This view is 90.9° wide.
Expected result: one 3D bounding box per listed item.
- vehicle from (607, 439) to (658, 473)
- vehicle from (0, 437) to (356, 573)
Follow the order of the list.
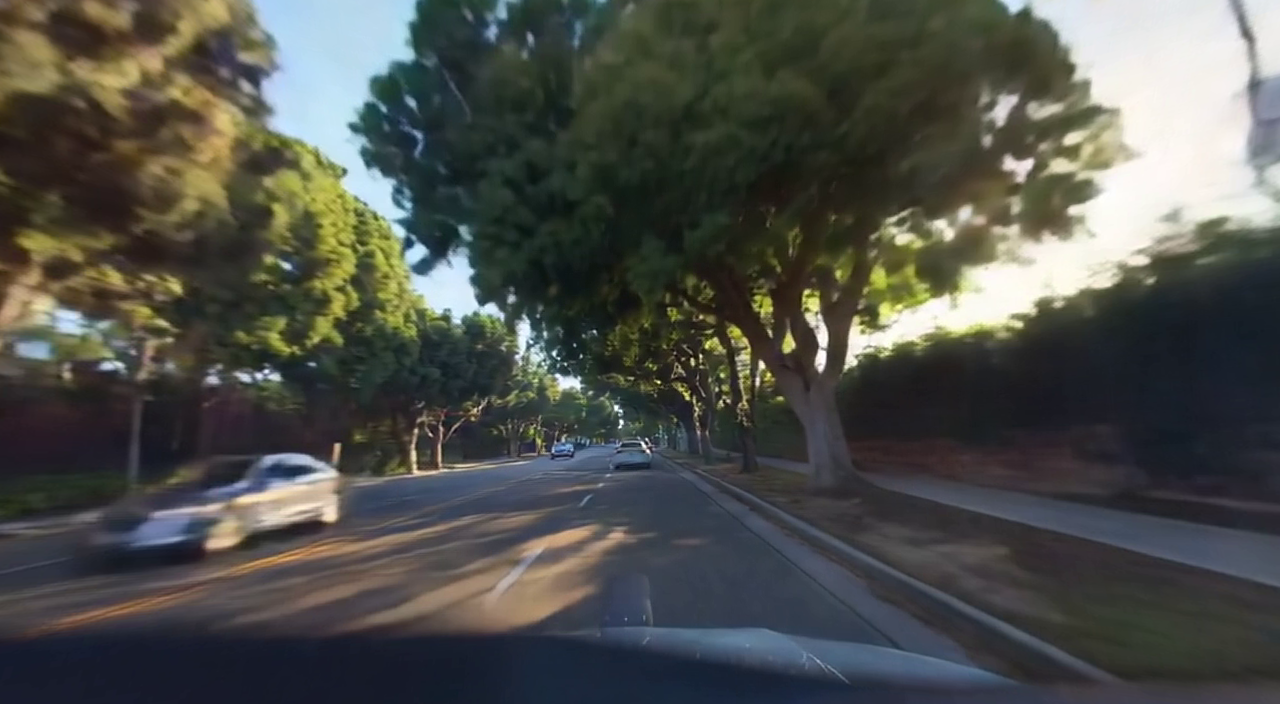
[{"bbox_3d":[-0.291,4.861,29.662,2.153,1.461,4.374,-1,-8,2],"label":"vehicle"},{"bbox_3d":[-6.511,2.132,9.702,2.142,1.436,4.612,-4,-8,0],"label":"vehicle"}]
